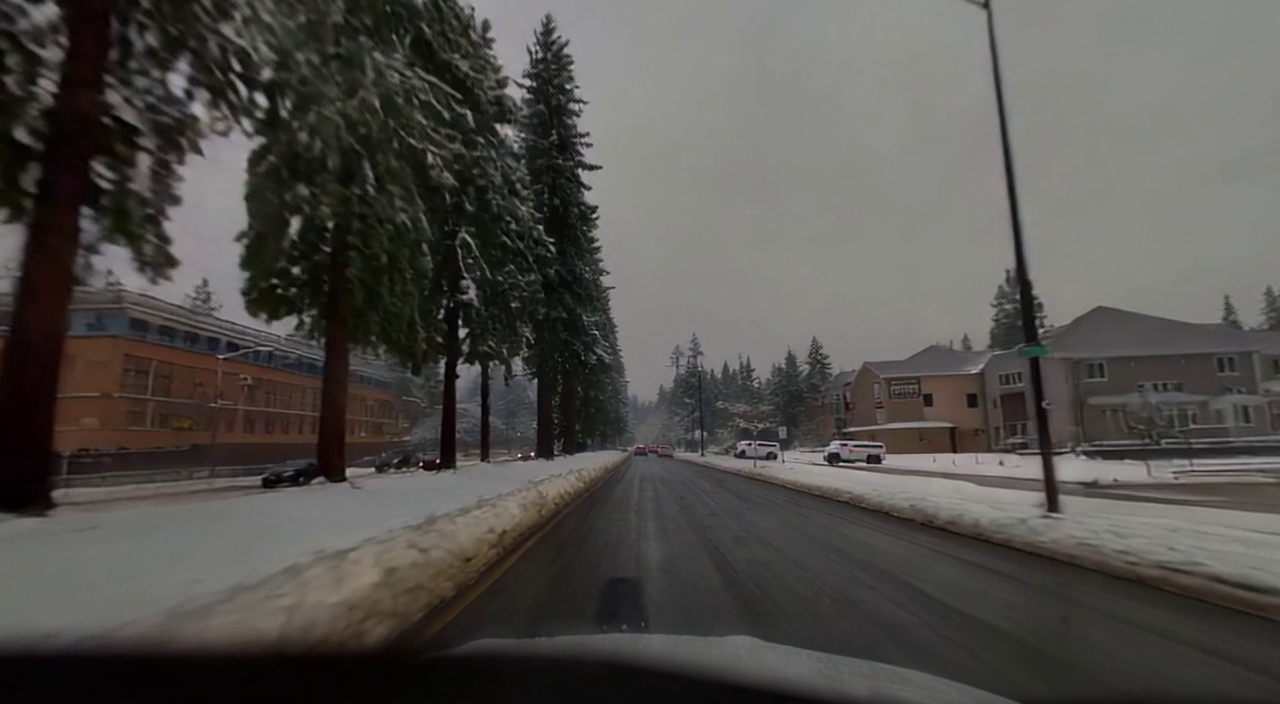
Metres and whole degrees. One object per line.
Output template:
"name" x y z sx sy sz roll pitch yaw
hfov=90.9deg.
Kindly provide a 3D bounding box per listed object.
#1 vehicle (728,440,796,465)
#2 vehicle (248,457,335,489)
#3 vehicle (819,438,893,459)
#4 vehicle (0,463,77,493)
"vehicle" 8.835 7.280 45.937 4.451 1.469 1.961 -3 -7 -1
"vehicle" -18.256 6.348 33.322 1.938 1.493 4.694 0 -8 0
"vehicle" 15.678 7.040 45.868 4.632 1.491 1.994 0 -8 0
"vehicle" -38.906 7.913 39.752 1.841 1.632 4.609 -3 -9 19
